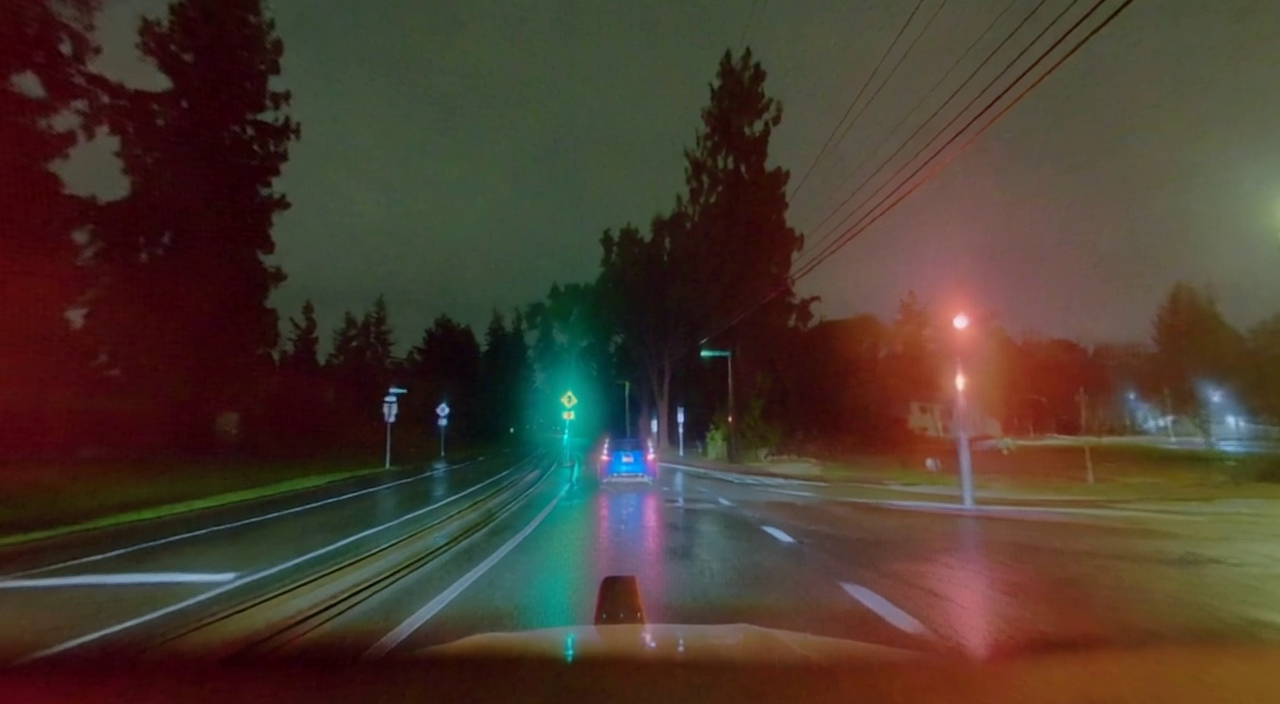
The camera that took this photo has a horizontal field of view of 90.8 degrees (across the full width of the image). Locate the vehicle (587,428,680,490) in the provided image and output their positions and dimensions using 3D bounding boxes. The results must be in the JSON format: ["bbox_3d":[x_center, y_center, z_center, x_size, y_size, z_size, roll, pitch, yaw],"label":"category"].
[{"bbox_3d":[-0.317,2.956,17.804,2.295,1.510,4.364,0,-8,-4],"label":"vehicle"}]

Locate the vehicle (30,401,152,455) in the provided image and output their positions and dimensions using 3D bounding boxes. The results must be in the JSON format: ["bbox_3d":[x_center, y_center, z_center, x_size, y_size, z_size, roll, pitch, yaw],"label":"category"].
[{"bbox_3d":[-31.816,4.536,37.044,2.983,2.816,7.042,3,-9,-21],"label":"vehicle"}]
